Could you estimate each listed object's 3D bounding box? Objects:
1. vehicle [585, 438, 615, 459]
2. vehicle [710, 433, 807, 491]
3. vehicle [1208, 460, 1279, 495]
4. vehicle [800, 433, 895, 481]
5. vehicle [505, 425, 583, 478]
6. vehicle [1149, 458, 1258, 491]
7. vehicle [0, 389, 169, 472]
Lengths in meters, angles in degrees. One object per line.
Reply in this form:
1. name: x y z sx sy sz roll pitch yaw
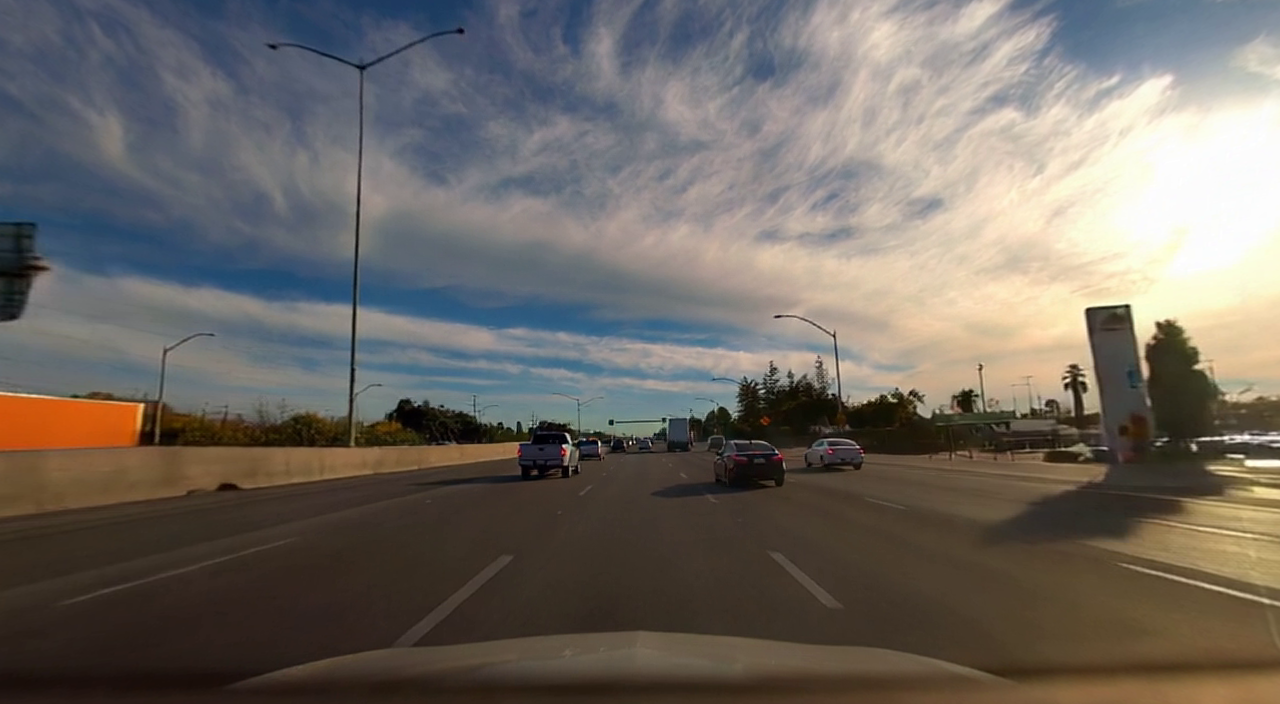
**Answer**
1. vehicle: -2.991 7.313 47.731 1.929 1.521 4.097 0 -9 1
2. vehicle: 3.343 3.210 18.720 1.980 1.501 4.433 0 -9 -1
3. vehicle: 29.998 5.960 29.938 3.852 1.550 1.978 -1 -9 4
4. vehicle: 7.377 3.777 22.845 2.075 1.587 3.947 0 -9 -1
5. vehicle: -3.522 3.789 24.099 2.130 1.799 4.583 0 -9 2
6. vehicle: 29.349 6.377 32.894 3.800 1.507 1.789 -3 -10 3
7. vehicle: -31.773 3.987 31.639 2.916 3.883 16.277 0 -9 3
